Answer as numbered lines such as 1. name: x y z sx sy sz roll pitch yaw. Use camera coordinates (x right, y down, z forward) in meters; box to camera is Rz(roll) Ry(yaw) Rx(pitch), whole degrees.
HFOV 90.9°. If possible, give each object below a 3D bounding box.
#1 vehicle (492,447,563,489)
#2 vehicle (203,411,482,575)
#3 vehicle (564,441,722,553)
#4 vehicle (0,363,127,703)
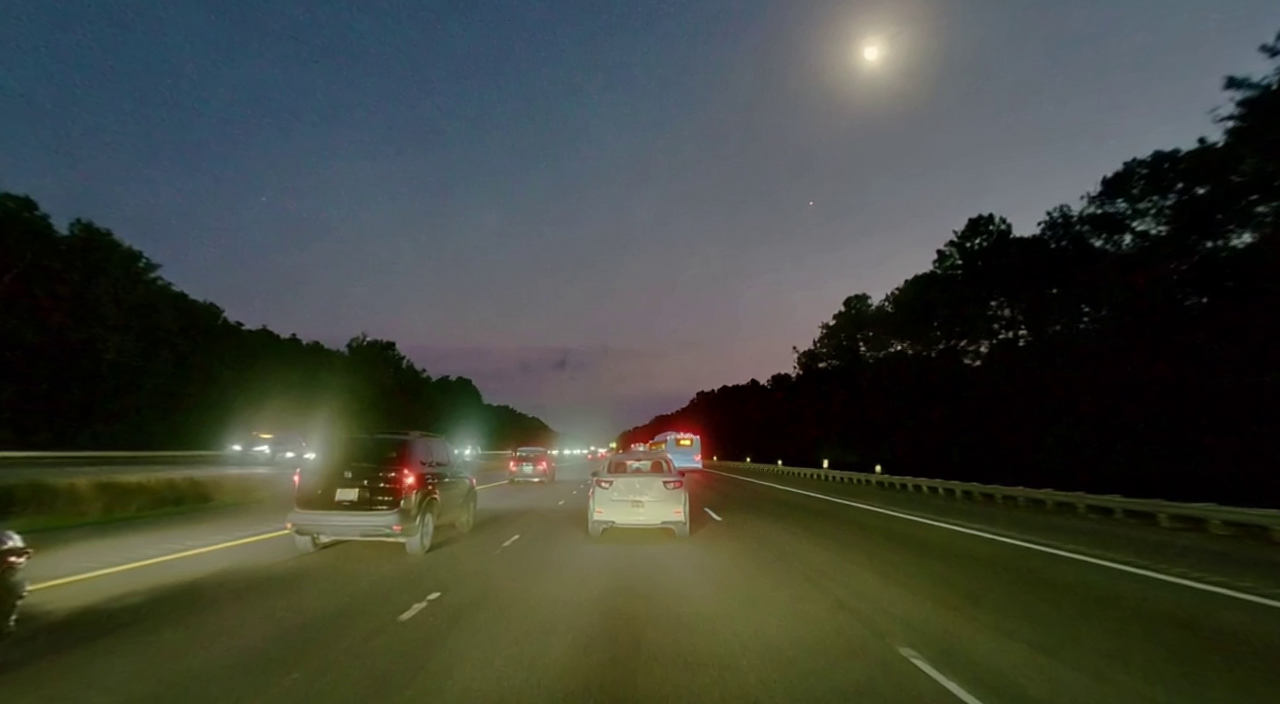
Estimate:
1. vehicle: -4.333 4.535 24.940 2.122 1.491 3.800 0 -9 0
2. vehicle: -3.663 1.808 8.777 1.830 1.703 4.142 0 -9 0
3. vehicle: -0.011 2.294 10.661 2.120 1.478 4.179 0 -9 -2
4. vehicle: -4.203 0.666 1.558 1.919 1.714 4.690 0 -9 -1
